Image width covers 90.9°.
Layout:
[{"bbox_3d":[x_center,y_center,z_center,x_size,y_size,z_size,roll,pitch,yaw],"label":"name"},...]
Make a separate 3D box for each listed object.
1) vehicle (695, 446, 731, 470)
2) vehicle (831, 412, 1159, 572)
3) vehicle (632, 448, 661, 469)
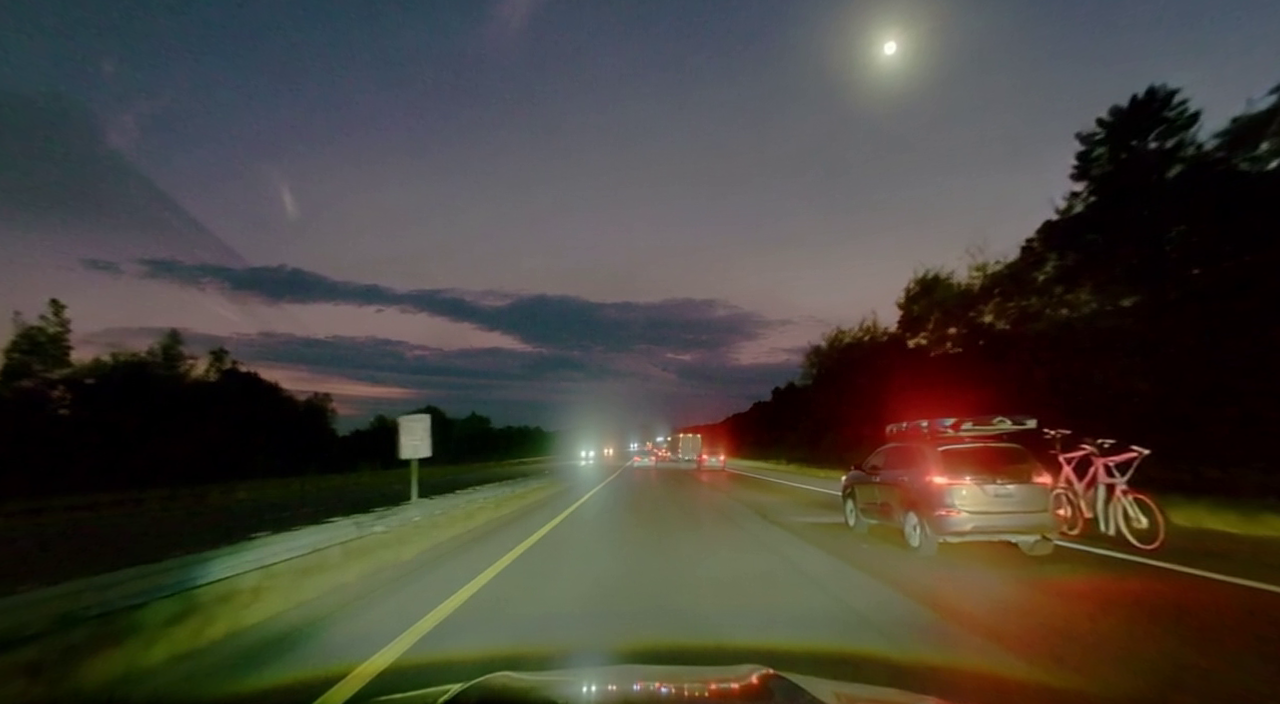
[{"bbox_3d":[4.955,7.300,43.481,1.964,1.513,3.707,0,-9,-1],"label":"vehicle"},{"bbox_3d":[4.238,1.744,8.514,1.978,1.604,4.128,0,-9,0],"label":"vehicle"},{"bbox_3d":[0.467,7.797,46.266,1.991,1.459,3.769,0,-9,0],"label":"vehicle"}]
